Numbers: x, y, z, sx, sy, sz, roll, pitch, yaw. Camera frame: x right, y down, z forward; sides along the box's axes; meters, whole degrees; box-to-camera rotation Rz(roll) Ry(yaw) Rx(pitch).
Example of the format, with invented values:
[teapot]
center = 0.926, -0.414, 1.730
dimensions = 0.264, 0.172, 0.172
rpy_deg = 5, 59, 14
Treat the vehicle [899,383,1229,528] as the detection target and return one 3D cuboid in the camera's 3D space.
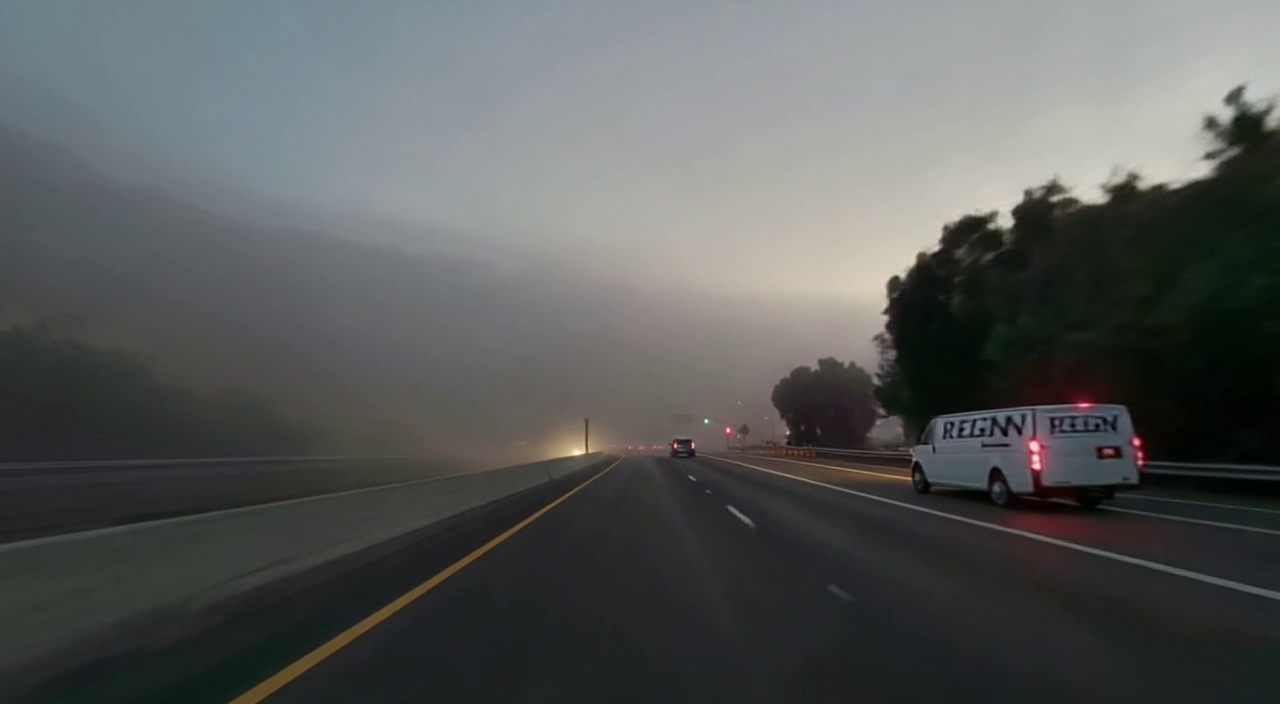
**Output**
[vehicle]
center = 7.179, 1.873, 11.809
dimensions = 2.275, 2.059, 5.543
rpy_deg = 0, -8, 0
